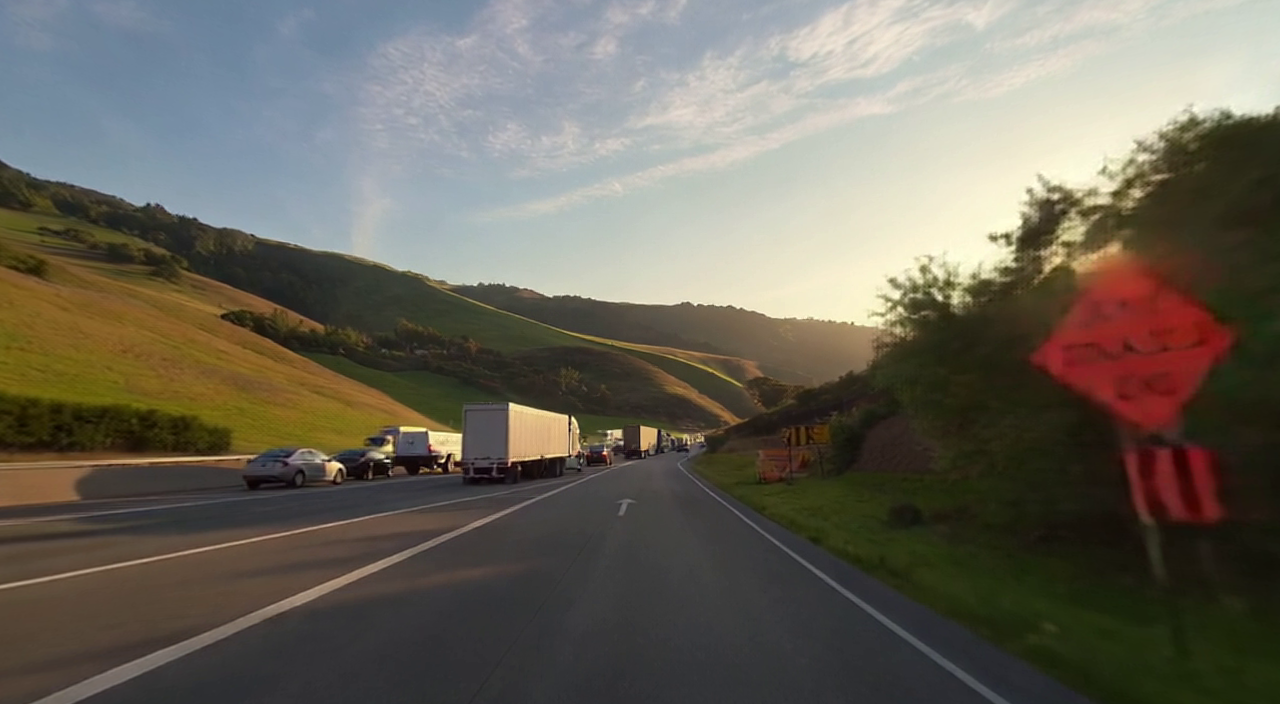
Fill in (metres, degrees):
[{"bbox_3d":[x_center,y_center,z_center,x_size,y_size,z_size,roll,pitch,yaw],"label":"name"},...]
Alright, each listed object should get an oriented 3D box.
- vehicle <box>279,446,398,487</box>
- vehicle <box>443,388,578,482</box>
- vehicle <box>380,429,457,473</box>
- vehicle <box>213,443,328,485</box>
[{"bbox_3d":[-12.022,4.578,25.584,1.925,1.493,4.864,-1,-9,8],"label":"vehicle"},{"bbox_3d":[-6.384,4.724,34.690,2.848,4.067,14.314,-1,-9,7],"label":"vehicle"},{"bbox_3d":[-13.887,6.262,39.895,2.264,2.596,5.494,-1,-9,7],"label":"vehicle"},{"bbox_3d":[-15.778,4.787,27.202,1.943,1.662,4.283,-1,-9,7],"label":"vehicle"}]
